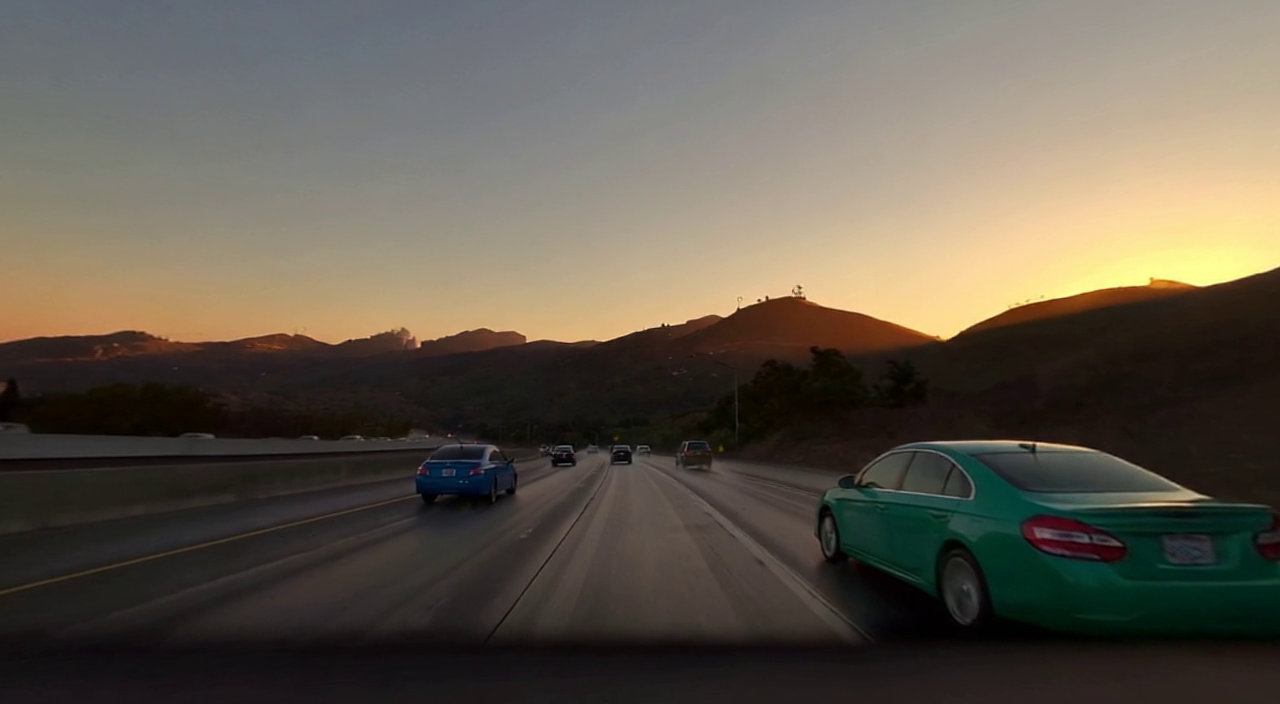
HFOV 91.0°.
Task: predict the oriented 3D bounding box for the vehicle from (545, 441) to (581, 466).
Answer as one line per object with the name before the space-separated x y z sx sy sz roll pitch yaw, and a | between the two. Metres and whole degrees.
vehicle | -4.846 6.429 39.967 1.796 1.464 3.839 0 -9 -1

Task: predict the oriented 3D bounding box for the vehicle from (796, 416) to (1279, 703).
vehicle | 3.080 1.468 5.746 2.136 1.511 4.706 0 -9 1

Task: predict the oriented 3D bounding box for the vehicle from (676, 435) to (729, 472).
vehicle | 3.238 5.407 33.631 2.222 1.820 4.733 1 -9 -1

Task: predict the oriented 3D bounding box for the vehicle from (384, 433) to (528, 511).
vehicle | -3.971 2.669 14.439 1.993 1.500 4.248 0 -9 0

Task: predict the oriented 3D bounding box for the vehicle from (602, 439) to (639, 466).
vehicle | -1.202 6.310 39.609 2.147 1.572 4.094 0 -9 -1
